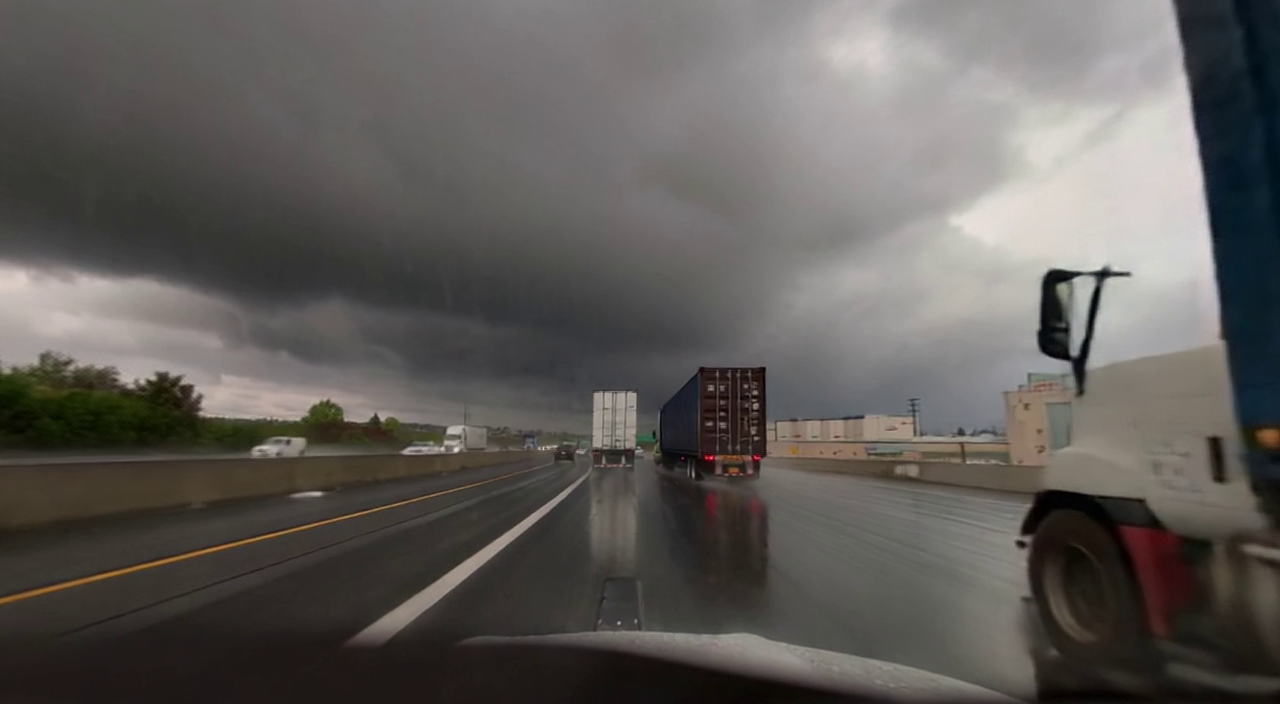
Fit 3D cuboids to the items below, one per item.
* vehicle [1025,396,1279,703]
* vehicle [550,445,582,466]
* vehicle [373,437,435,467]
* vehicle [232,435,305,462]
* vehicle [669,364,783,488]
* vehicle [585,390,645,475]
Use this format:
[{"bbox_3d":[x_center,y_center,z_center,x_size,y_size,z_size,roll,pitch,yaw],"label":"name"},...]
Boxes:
[{"bbox_3d":[3.296,0.778,1.455,2.073,1.474,4.320,0,-8,0],"label":"vehicle"},{"bbox_3d":[-5.662,7.962,48.880,2.138,1.478,4.641,0,-8,-3],"label":"vehicle"},{"bbox_3d":[-13.483,5.723,36.447,1.968,1.601,4.575,0,-8,-2],"label":"vehicle"},{"bbox_3d":[-28.684,7.491,49.125,2.267,1.933,5.893,0,-8,-3],"label":"vehicle"},{"bbox_3d":[3.122,3.348,27.216,2.803,4.072,12.744,0,-8,-1],"label":"vehicle"},{"bbox_3d":[-1.339,4.727,36.399,2.841,4.071,12.046,0,-8,-1],"label":"vehicle"}]
